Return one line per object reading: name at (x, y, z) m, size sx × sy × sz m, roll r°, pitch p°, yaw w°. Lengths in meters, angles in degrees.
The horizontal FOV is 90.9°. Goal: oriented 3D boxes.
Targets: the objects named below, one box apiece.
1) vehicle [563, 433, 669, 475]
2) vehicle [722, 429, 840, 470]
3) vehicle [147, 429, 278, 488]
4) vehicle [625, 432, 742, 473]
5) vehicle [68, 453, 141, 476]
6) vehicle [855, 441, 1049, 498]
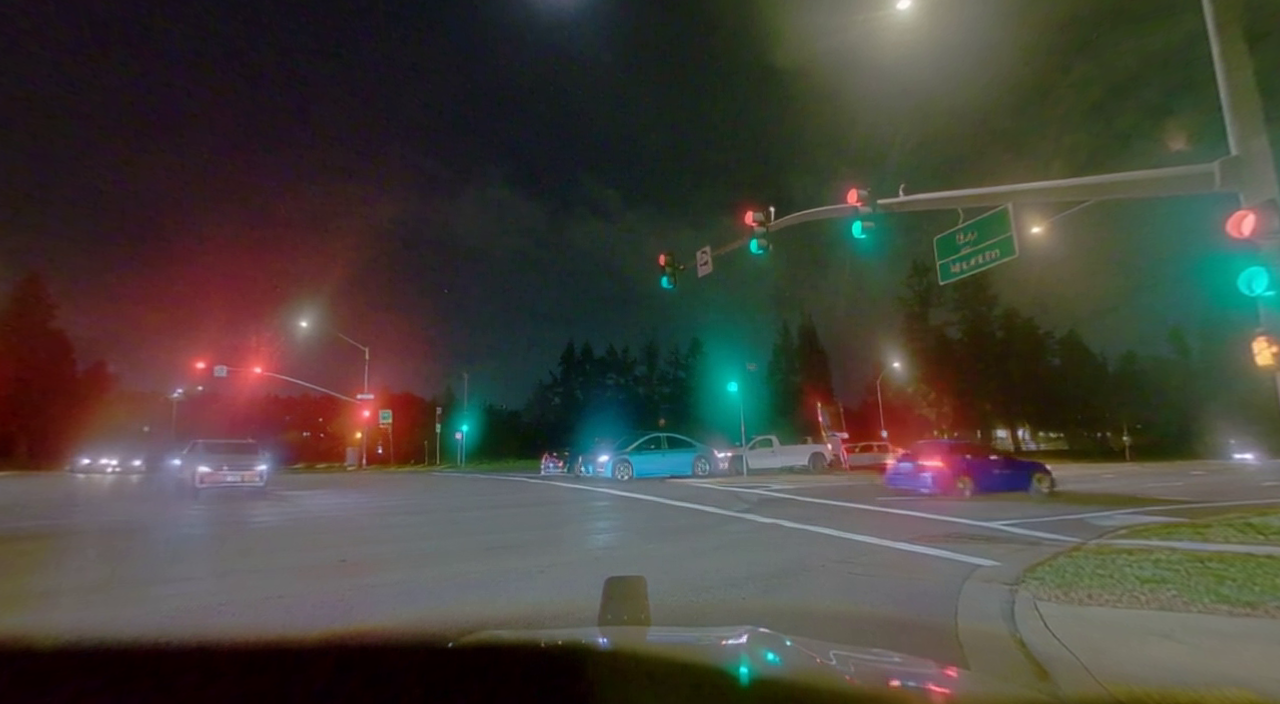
vehicle at (-1.065, 4.563, 28.503) m, size 4.360 × 1.749 × 1.895 m, roll 4°, pitch -10°, yaw -28°
vehicle at (7.301, 5.052, 32.531) m, size 5.791 × 1.964 × 2.199 m, roll 5°, pitch -10°, yaw -26°
vehicle at (-15.206, 3.710, 22.313) m, size 5.332 × 1.807 × 2.450 m, roll -8°, pitch -11°, yaw 41°
vehicle at (1.808, 4.141, 26.149) m, size 4.483 × 1.589 × 1.852 m, roll 4°, pitch -9°, yaw -25°
vehicle at (-37.307, 7.814, 43.894) m, size 4.589 × 1.462 × 1.953 m, roll -4°, pitch -9°, yaw 23°
vehicle at (8.787, 3.263, 17.861) m, size 4.686 × 1.425 × 2.018 m, roll 2°, pitch -9°, yaw -16°
